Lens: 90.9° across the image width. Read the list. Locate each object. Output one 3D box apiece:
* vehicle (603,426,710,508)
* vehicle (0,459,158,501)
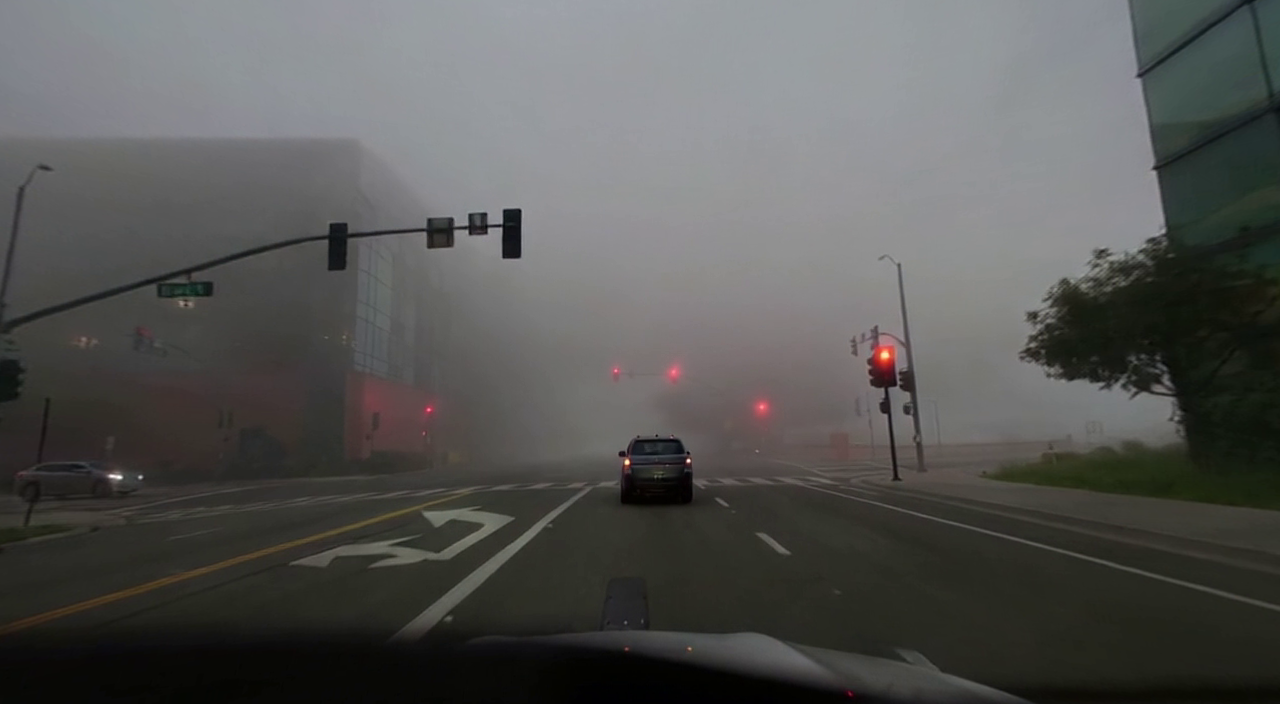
[{"bbox_3d":[0.331,2.653,14.968,2.184,1.640,4.086,0,-8,0],"label":"vehicle"},{"bbox_3d":[-21.403,4.840,24.028,4.494,1.475,1.893,-1,-8,3],"label":"vehicle"}]
